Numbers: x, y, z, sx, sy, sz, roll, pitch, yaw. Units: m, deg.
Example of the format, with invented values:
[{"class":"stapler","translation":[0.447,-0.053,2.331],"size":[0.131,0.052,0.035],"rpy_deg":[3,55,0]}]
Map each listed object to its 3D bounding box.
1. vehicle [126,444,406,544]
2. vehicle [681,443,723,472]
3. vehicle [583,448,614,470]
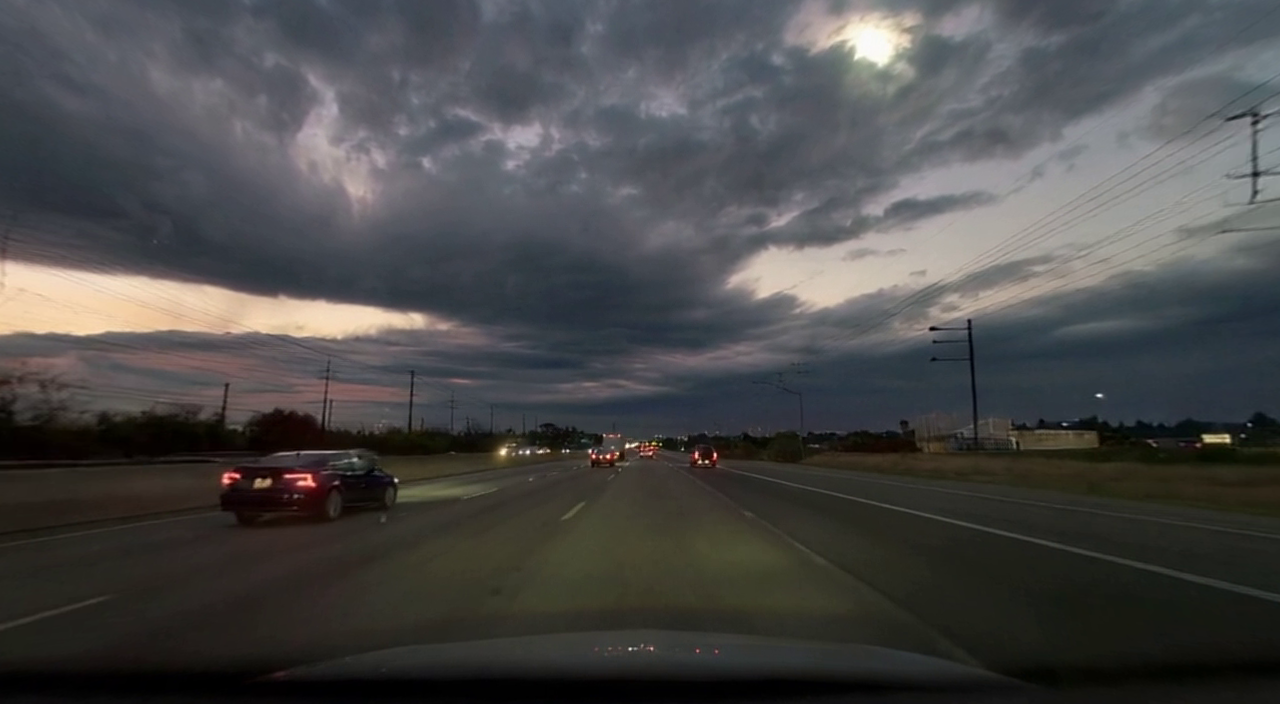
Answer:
[{"class":"vehicle","translation":[-6.455,2.490,11.834],"size":[2.127,1.446,5.008],"rpy_deg":[0,-9,1]},{"class":"vehicle","translation":[3.986,6.906,41.441],"size":[2.214,1.799,4.627],"rpy_deg":[0,-9,-1]},{"class":"vehicle","translation":[-2.998,7.800,46.129],"size":[2.004,1.498,4.043],"rpy_deg":[0,-9,0]}]
